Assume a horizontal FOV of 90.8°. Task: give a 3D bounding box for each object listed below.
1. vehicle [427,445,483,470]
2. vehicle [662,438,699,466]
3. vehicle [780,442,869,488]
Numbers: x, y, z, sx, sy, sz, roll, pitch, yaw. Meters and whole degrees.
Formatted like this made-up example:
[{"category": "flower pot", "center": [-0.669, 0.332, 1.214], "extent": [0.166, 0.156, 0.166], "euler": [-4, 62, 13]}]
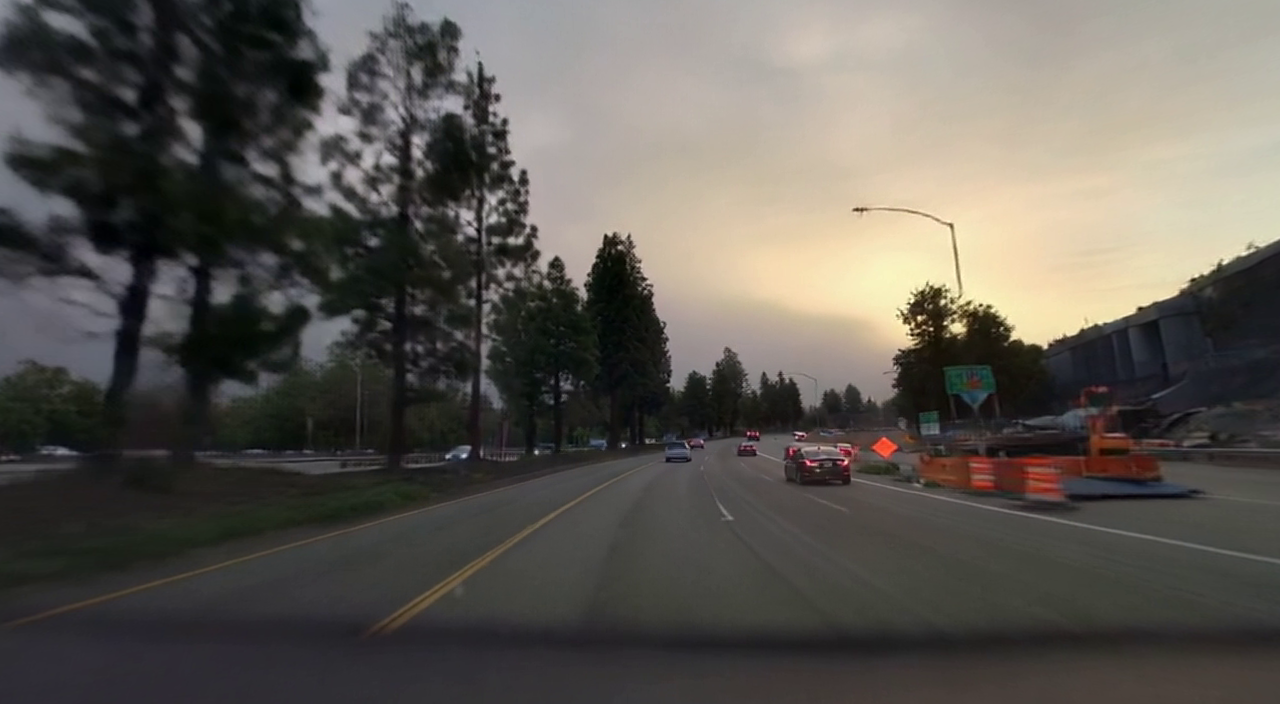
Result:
[{"category": "vehicle", "center": [-13.158, 7.516, 45.244], "extent": [2.186, 1.628, 4.551], "euler": [-1, -9, 6]}, {"category": "vehicle", "center": [2.688, 6.468, 41.012], "extent": [2.201, 1.676, 4.541], "euler": [-1, -9, 6]}, {"category": "vehicle", "center": [6.427, 3.977, 22.527], "extent": [2.044, 1.474, 4.083], "euler": [0, -8, 2]}]
